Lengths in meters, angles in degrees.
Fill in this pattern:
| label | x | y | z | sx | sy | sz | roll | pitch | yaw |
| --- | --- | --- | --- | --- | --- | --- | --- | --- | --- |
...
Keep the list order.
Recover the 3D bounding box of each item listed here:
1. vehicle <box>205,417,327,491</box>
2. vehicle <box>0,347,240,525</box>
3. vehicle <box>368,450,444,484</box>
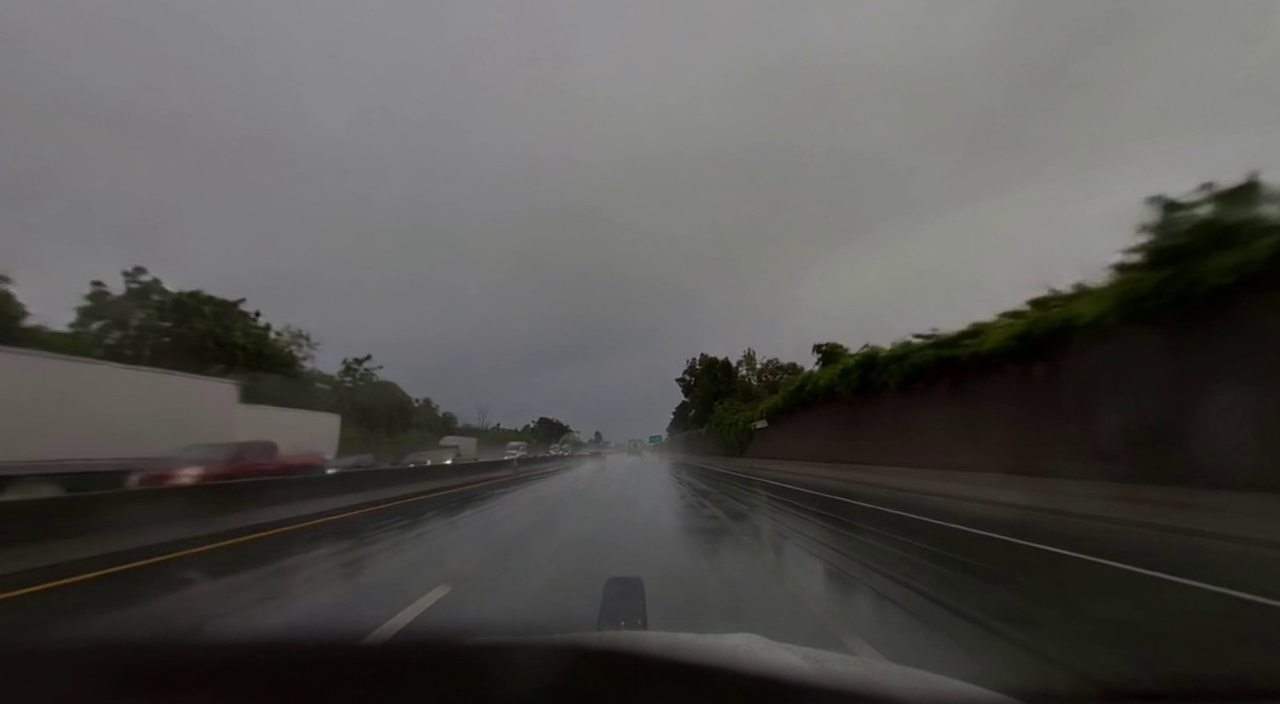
| label | x | y | z | sx | sy | sz | roll | pitch | yaw |
| --- | --- | --- | --- | --- | --- | --- | --- | --- | --- |
| vehicle | -20.012 | 5.522 | 34.249 | 2.891 | 3.645 | 6.006 | 0 | -9 | -2 |
| vehicle | -16.233 | 2.145 | 15.873 | 2.888 | 4.057 | 14.334 | 0 | -9 | 0 |
| vehicle | -11.310 | 5.584 | 30.799 | 2.078 | 1.522 | 4.275 | 0 | -9 | 0 |
